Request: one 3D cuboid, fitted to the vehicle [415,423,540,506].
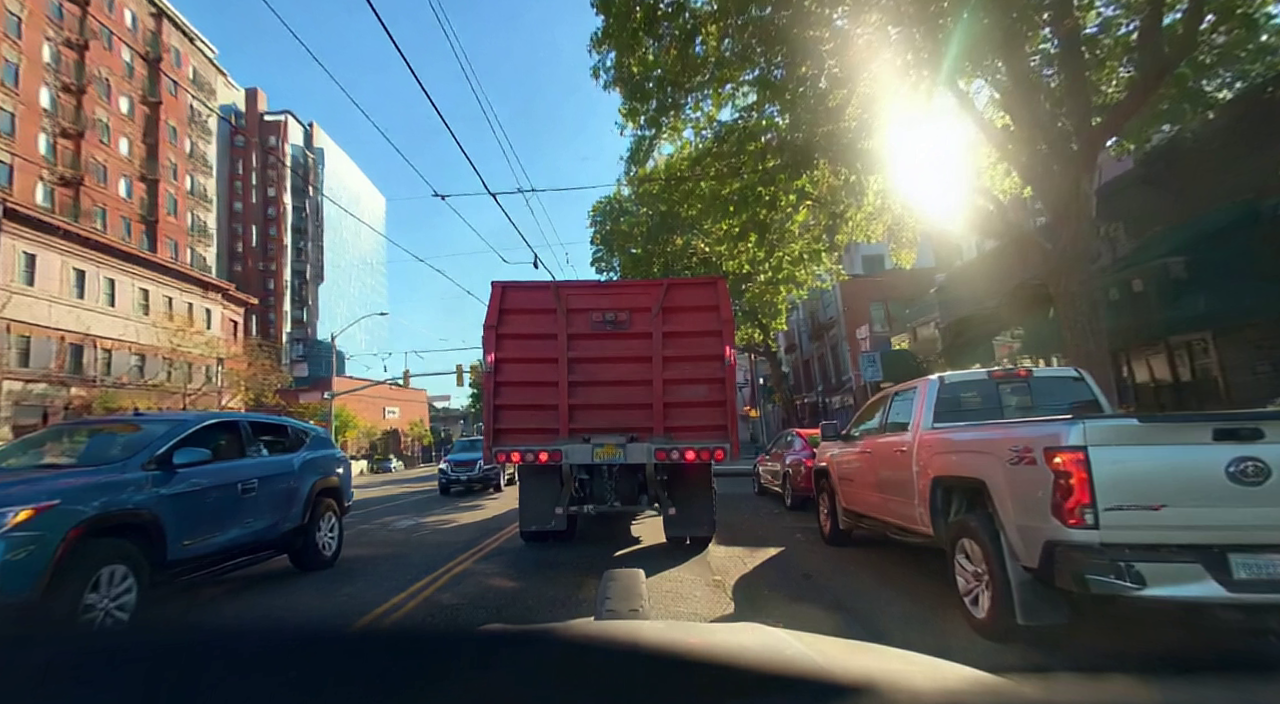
[{"bbox_3d":[-3.837,2.725,15.701,1.955,1.779,4.116,0,-8,1],"label":"vehicle"}]

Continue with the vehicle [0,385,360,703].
[{"bbox_3d":[-4.127,1.231,4.673,1.988,1.657,4.492,0,-8,1],"label":"vehicle"}]

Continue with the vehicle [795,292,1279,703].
[{"bbox_3d":[3.242,1.100,5.815,2.242,1.979,5.722,0,-8,1],"label":"vehicle"}]

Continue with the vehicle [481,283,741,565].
[{"bbox_3d":[-0.268,1.376,11.311,2.878,3.204,8.244,0,-8,1],"label":"vehicle"}]
